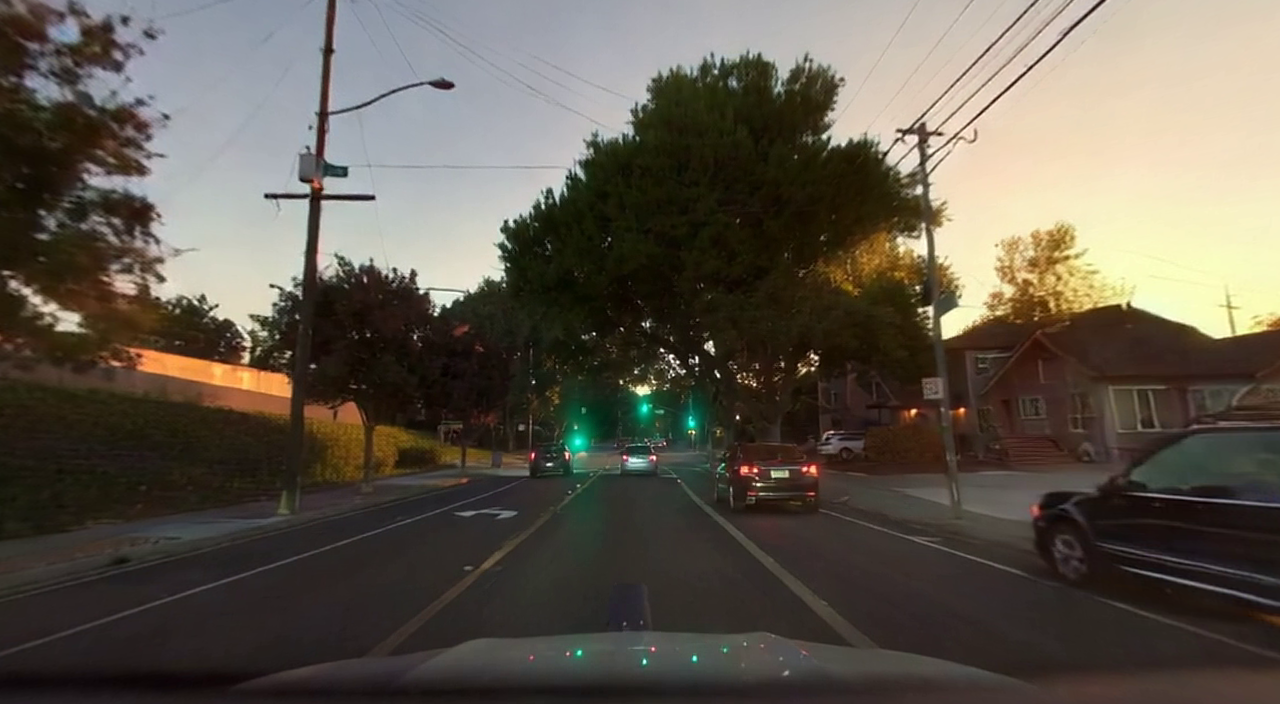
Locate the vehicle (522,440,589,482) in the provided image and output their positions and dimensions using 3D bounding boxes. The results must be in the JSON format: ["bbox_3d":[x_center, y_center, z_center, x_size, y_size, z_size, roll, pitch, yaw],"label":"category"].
[{"bbox_3d":[-3.280,4.317,25.288,2.012,1.505,4.205,0,-8,1],"label":"vehicle"}]

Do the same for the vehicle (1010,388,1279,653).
[{"bbox_3d":[5.645,1.369,5.262,2.277,1.850,4.717,4,-8,-1],"label":"vehicle"}]

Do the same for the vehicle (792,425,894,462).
[{"bbox_3d":[13.610,6.161,42.545,5.929,1.970,2.381,-5,-8,-2],"label":"vehicle"}]

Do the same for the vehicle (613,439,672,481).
[{"bbox_3d":[0.082,4.226,24.959,2.101,1.467,4.210,0,-8,0],"label":"vehicle"}]

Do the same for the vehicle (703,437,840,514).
[{"bbox_3d":[2.790,2.735,14.542,2.158,1.483,4.415,0,-8,0],"label":"vehicle"}]

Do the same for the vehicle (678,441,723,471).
[{"bbox_3d":[3.140,5.487,33.520,1.943,1.484,4.030,0,-8,-1],"label":"vehicle"}]
